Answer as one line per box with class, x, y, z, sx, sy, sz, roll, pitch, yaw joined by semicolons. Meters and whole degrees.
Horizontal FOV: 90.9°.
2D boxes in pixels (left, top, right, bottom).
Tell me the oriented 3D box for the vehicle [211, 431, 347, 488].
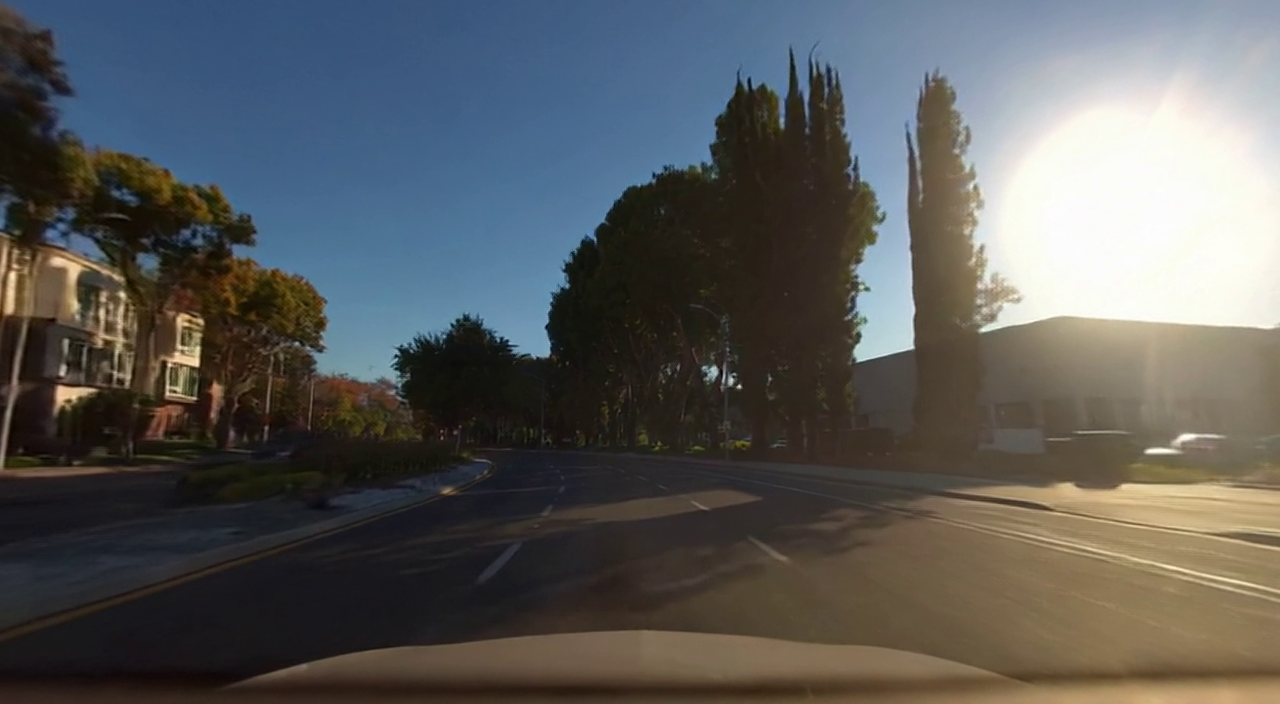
vehicle;-12.573;3.773;22.434;2.349;1.790;4.940;1;-9;-7
